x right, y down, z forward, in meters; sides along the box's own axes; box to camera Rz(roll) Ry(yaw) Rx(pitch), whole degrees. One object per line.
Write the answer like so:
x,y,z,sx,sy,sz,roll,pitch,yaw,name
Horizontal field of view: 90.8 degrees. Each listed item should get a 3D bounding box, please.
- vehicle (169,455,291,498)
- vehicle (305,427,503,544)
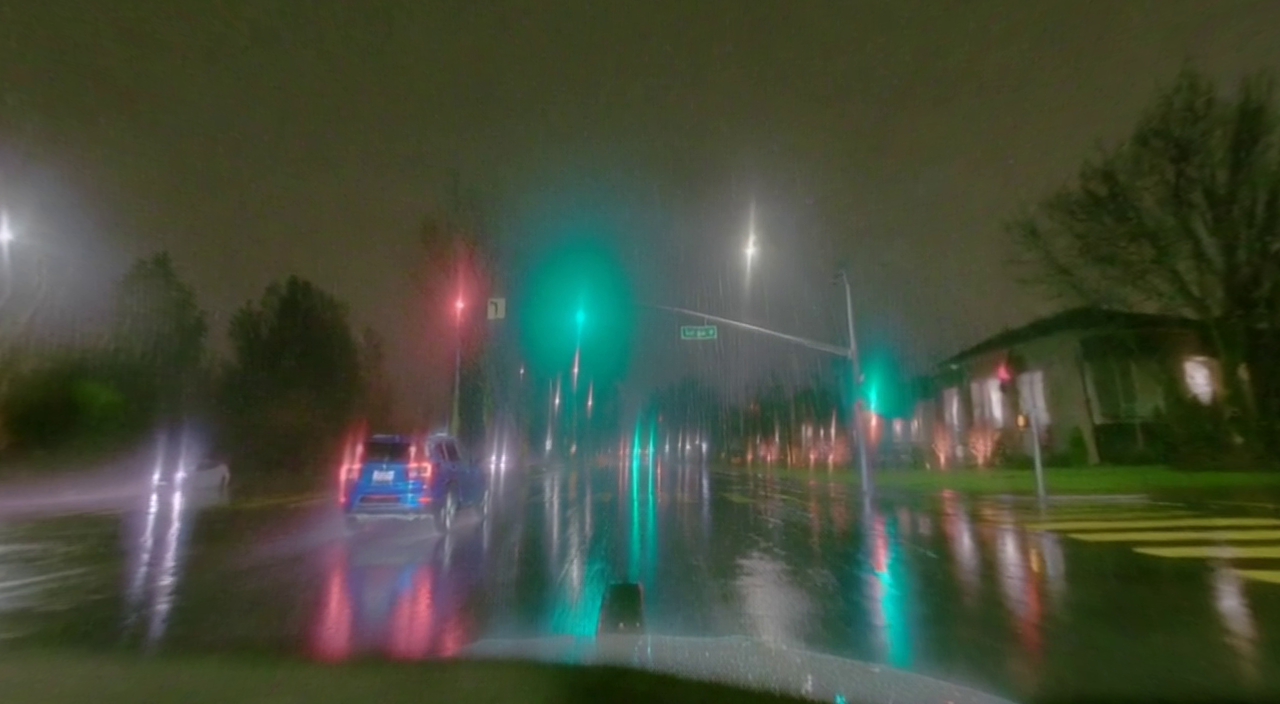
-16.679,5.044,26.028,1.941,1.495,4.713,0,-8,-1,vehicle
-4.020,2.316,11.674,1.993,1.733,4.262,0,-8,0,vehicle
